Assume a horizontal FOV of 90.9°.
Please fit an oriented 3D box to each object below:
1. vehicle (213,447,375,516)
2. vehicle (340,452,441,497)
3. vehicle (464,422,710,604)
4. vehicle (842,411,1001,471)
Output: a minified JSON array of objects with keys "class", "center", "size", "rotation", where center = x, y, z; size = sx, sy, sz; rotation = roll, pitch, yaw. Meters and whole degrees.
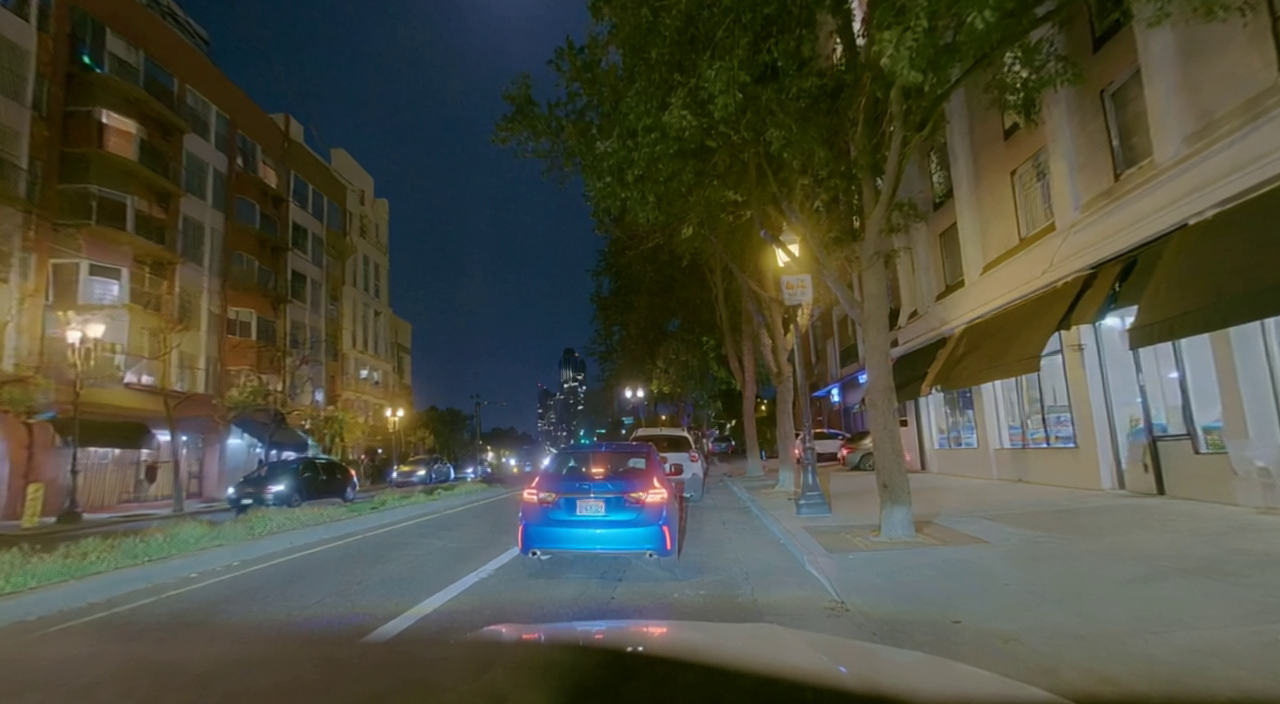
[{"class":"vehicle","center":[-11.001,4.070,20.595],"size":[2.081,1.718,5.342],"rotation":[-6,-9,3]},{"class":"vehicle","center":[-10.250,5.034,26.286],"size":[1.826,1.432,4.556],"rotation":[-7,-9,8]},{"class":"vehicle","center":[-0.263,1.631,7.310],"size":[1.939,1.478,3.922],"rotation":[-2,-8,9]},{"class":"vehicle","center":[9.018,2.828,20.225],"size":[4.558,1.528,1.915],"rotation":[-1,-8,-23]}]
